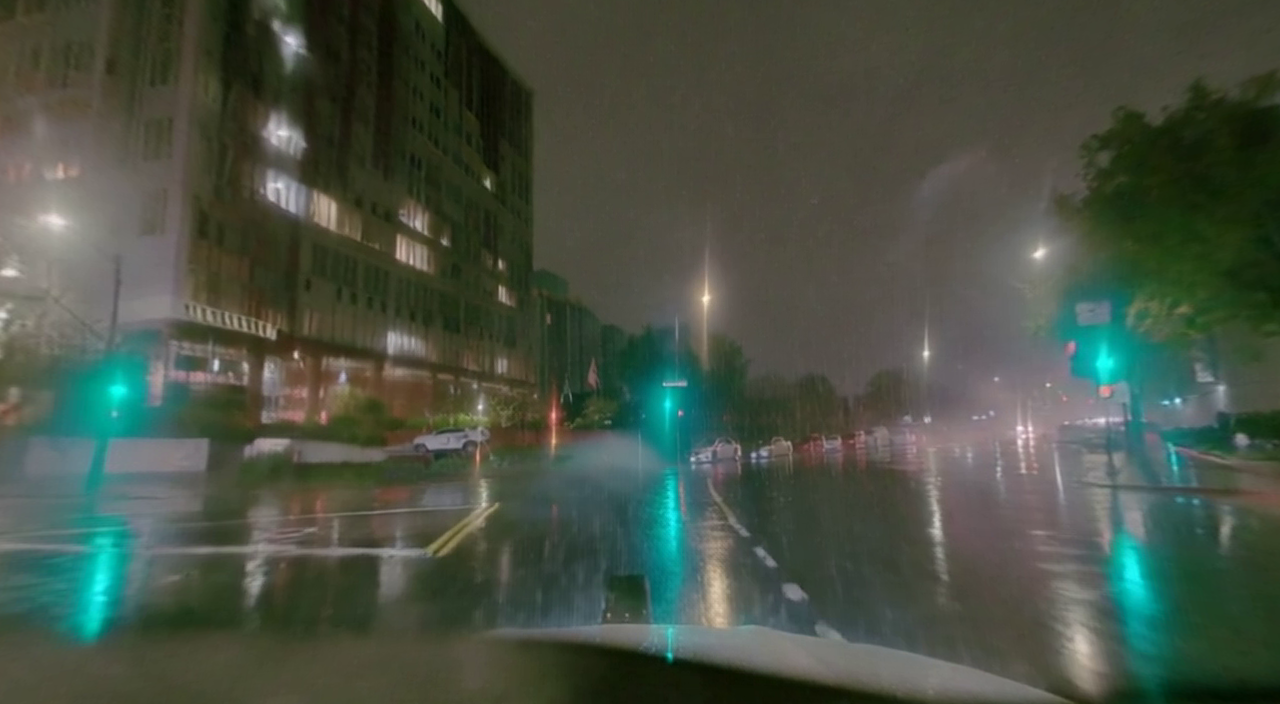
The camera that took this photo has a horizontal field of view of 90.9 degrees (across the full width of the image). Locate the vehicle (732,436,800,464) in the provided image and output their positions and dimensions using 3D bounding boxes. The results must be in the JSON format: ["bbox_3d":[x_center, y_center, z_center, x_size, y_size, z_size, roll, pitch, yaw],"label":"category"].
[{"bbox_3d":[8.107,6.239,40.254,2.179,1.658,4.765,-7,-11,40],"label":"vehicle"}]

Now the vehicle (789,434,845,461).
[{"bbox_3d":[10.684,5.718,37.880,1.852,1.465,4.092,-6,-10,36],"label":"vehicle"}]

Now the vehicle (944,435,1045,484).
[{"bbox_3d":[12.111,3.666,21.887,2.148,1.488,4.508,-3,-9,18],"label":"vehicle"}]

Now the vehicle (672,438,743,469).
[{"bbox_3d":[3.918,5.759,36.020,1.922,1.628,4.291,-7,-11,40],"label":"vehicle"}]
